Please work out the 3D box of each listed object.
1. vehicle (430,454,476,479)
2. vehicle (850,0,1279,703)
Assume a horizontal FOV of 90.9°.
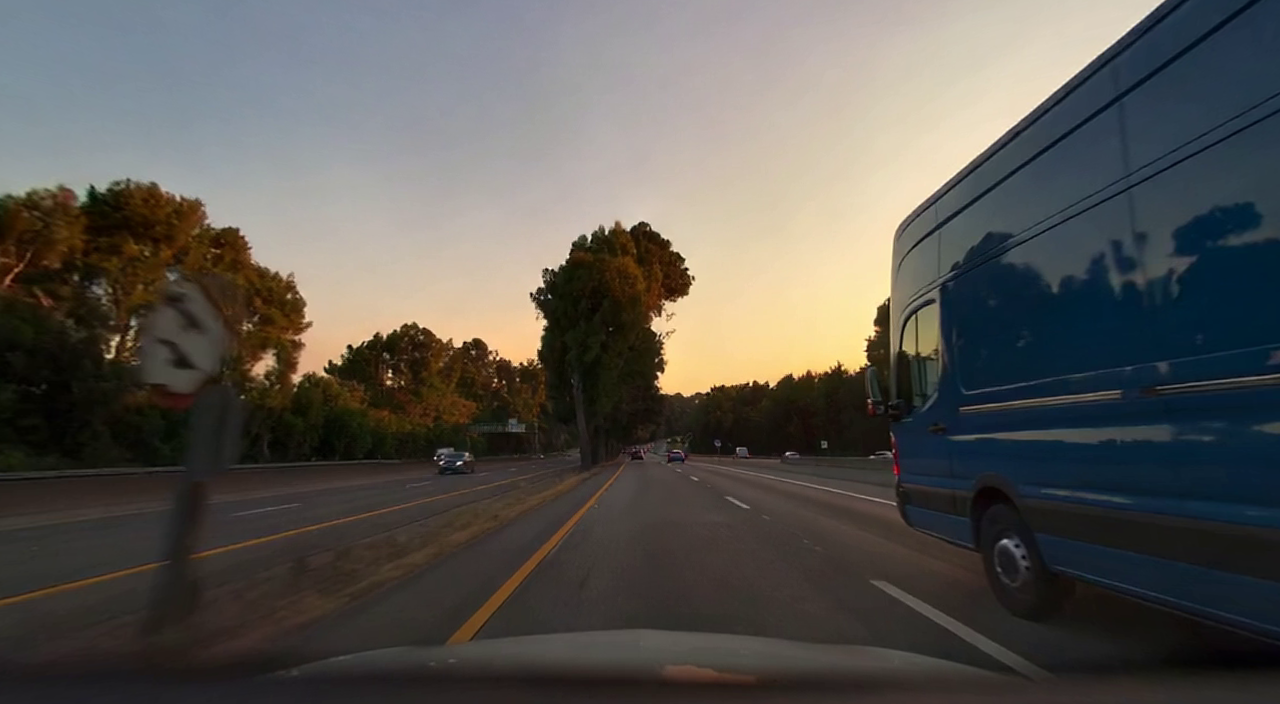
[{"bbox_3d":[-12.488,7.644,42.360,1.838,1.582,3.879,0,-9,0],"label":"vehicle"},{"bbox_3d":[4.076,0.086,4.343,3.012,3.933,6.192,0,-9,0],"label":"vehicle"}]
